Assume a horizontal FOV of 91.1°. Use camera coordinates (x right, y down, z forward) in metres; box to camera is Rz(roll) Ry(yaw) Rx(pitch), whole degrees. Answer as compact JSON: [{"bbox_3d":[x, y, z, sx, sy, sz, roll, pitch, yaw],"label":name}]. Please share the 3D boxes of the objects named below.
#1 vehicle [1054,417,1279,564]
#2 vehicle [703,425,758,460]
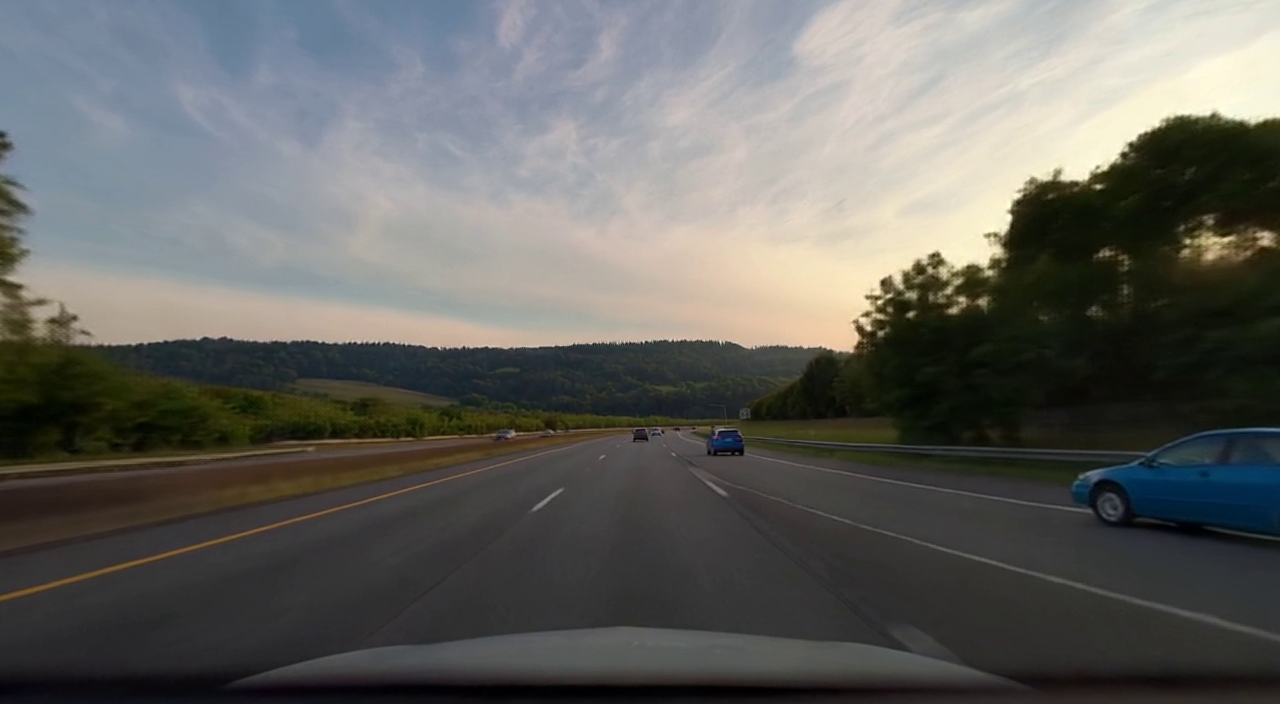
[{"bbox_3d":[7.421,1.491,7.023,1.992,1.486,4.406,2,-8,-13],"label":"vehicle"},{"bbox_3d":[4.091,4.174,29.111,1.765,1.510,3.762,0,-8,-4],"label":"vehicle"}]
